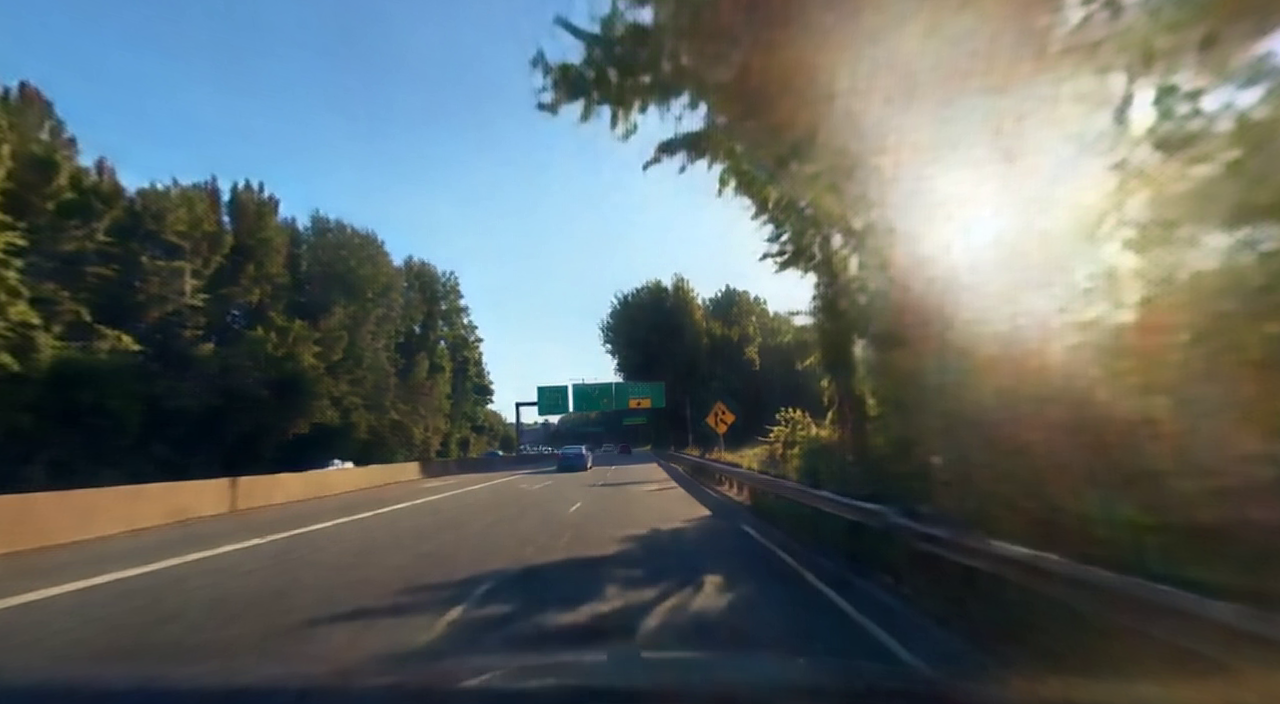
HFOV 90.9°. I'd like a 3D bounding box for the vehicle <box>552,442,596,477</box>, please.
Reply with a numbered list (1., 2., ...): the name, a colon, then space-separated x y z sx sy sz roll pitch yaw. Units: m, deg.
1. vehicle: -3.122 5.146 30.288 1.675 1.537 3.574 0 -9 1
